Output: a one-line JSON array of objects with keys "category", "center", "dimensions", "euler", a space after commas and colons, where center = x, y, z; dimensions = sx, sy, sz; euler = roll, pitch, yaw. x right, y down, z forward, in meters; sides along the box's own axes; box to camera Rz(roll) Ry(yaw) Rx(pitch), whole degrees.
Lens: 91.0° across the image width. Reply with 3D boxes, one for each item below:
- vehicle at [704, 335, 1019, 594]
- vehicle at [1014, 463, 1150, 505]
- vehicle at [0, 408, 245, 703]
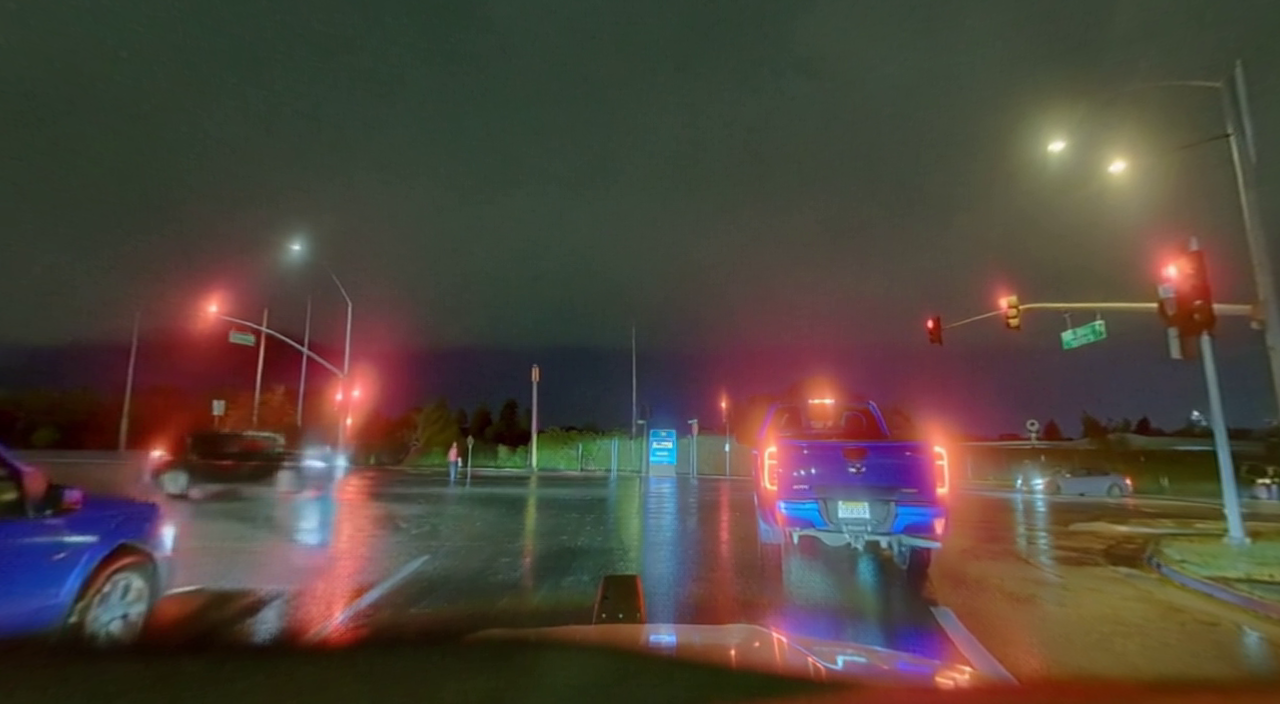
[{"category": "vehicle", "center": [2.644, 1.496, 9.106], "dimensions": [2.851, 2.400, 5.978], "euler": [-2, -9, 11]}, {"category": "vehicle", "center": [19.280, 5.761, 27.639], "dimensions": [4.356, 1.498, 1.957], "euler": [-3, -8, 2]}, {"category": "vehicle", "center": [-4.050, 0.957, 2.623], "dimensions": [1.913, 1.491, 4.547], "euler": [0, -9, -1]}]
